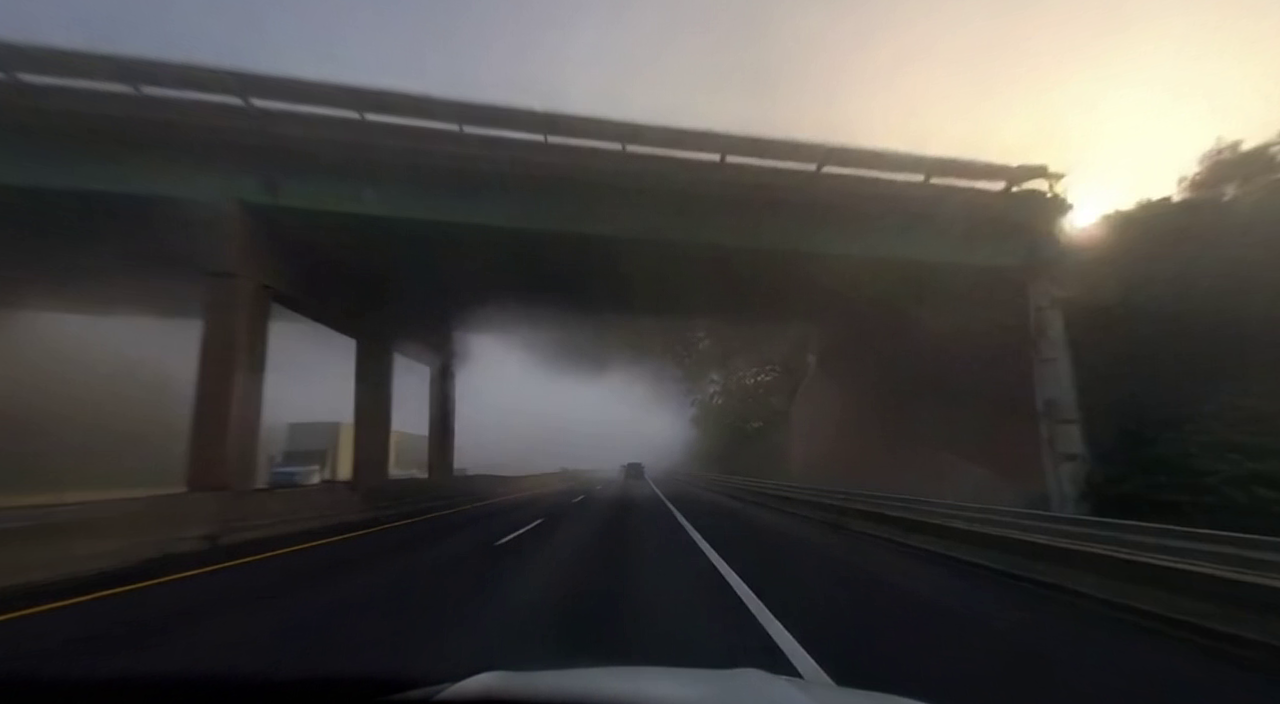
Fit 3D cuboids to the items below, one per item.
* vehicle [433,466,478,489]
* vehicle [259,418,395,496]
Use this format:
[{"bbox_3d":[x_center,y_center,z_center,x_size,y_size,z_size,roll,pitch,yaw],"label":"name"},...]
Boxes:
[{"bbox_3d":[-13.131,8.965,45.179,1.855,1.474,4.335,1,-11,1],"label":"vehicle"},{"bbox_3d":[-17.587,6.170,36.491,2.960,3.849,9.487,1,-11,-1],"label":"vehicle"}]
